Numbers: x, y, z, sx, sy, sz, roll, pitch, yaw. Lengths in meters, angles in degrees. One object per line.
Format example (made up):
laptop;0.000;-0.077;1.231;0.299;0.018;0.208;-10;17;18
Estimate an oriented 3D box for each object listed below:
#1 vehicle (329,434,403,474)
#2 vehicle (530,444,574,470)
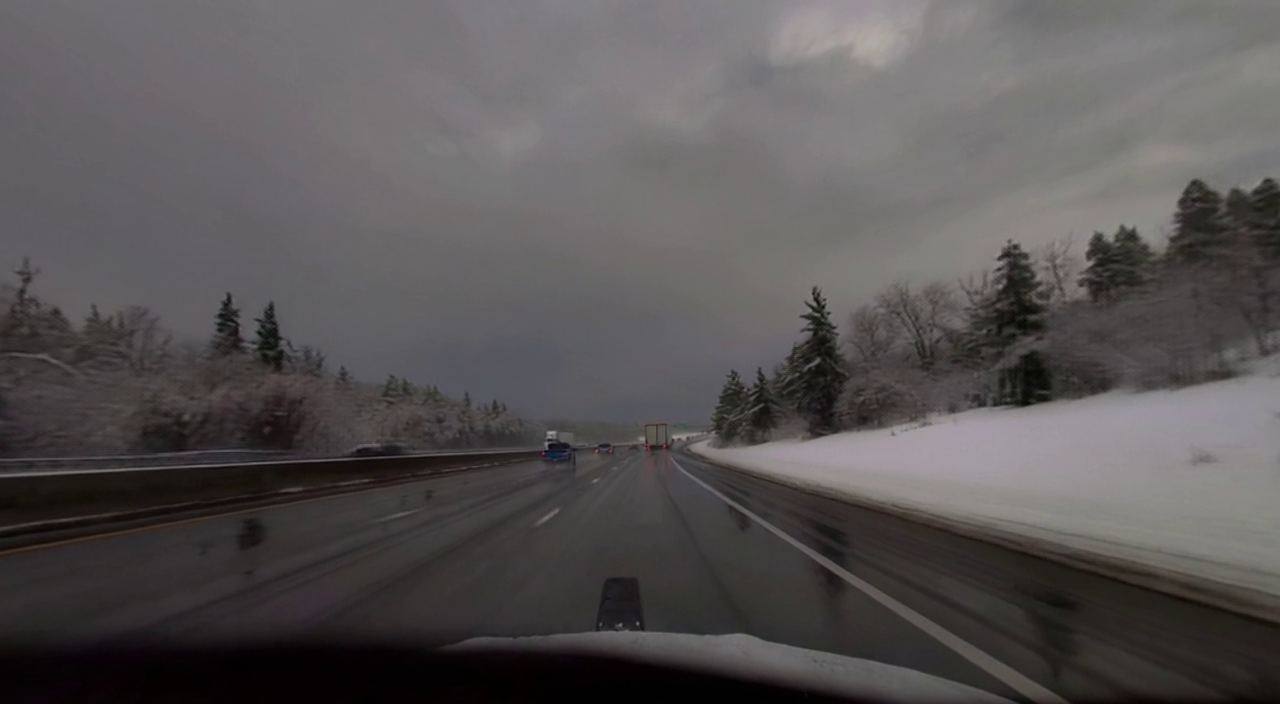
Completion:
vehicle;-18.313;6.848;42.571;2.206;2.509;5.803;-1;-9;1
vehicle;-5.376;6.484;39.145;2.078;1.469;4.371;0;-9;0
